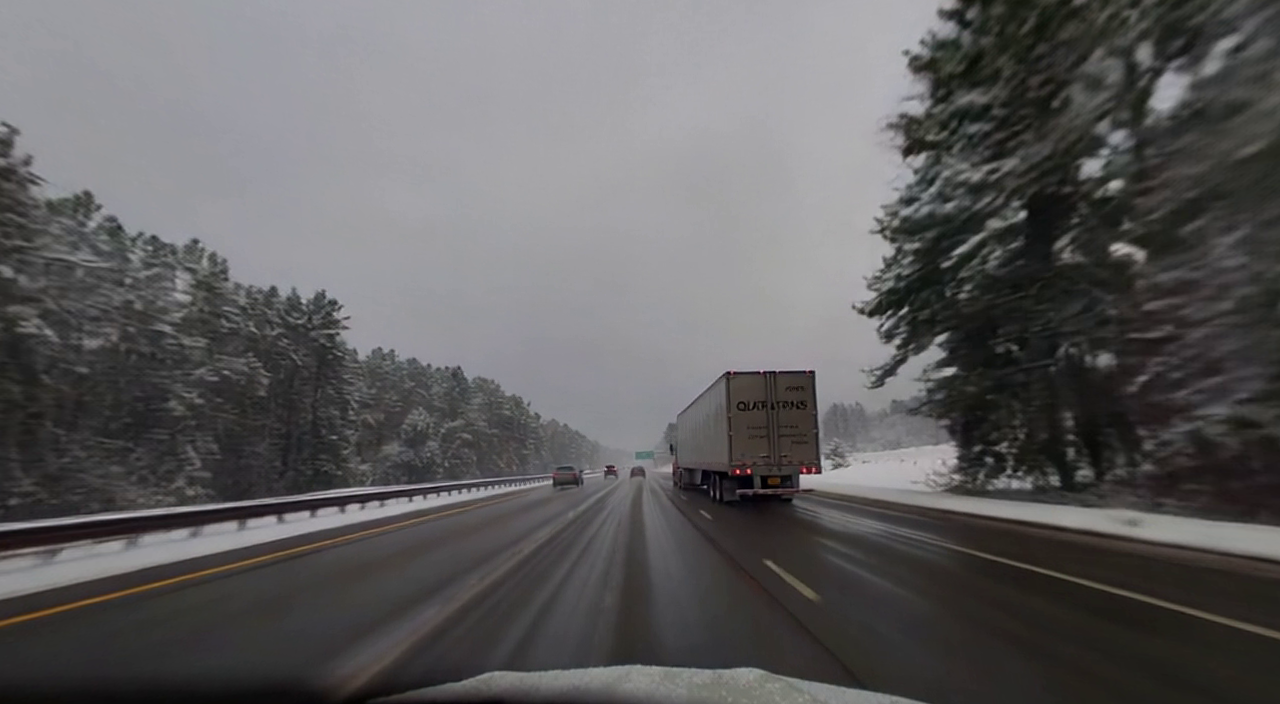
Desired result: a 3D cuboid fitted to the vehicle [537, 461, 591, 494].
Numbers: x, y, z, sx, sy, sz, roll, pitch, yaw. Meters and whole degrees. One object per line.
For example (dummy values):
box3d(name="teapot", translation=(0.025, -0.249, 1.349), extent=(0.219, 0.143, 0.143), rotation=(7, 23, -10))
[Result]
box3d(name="vehicle", translation=(-3.945, 6.632, 33.512), extent=(2.180, 1.556, 4.895), rotation=(0, -10, 1))

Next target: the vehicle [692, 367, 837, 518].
box3d(name="vehicle", translation=(3.785, 3.368, 22.343), extent=(2.871, 4.032, 10.642), rotation=(1, -10, 0))
